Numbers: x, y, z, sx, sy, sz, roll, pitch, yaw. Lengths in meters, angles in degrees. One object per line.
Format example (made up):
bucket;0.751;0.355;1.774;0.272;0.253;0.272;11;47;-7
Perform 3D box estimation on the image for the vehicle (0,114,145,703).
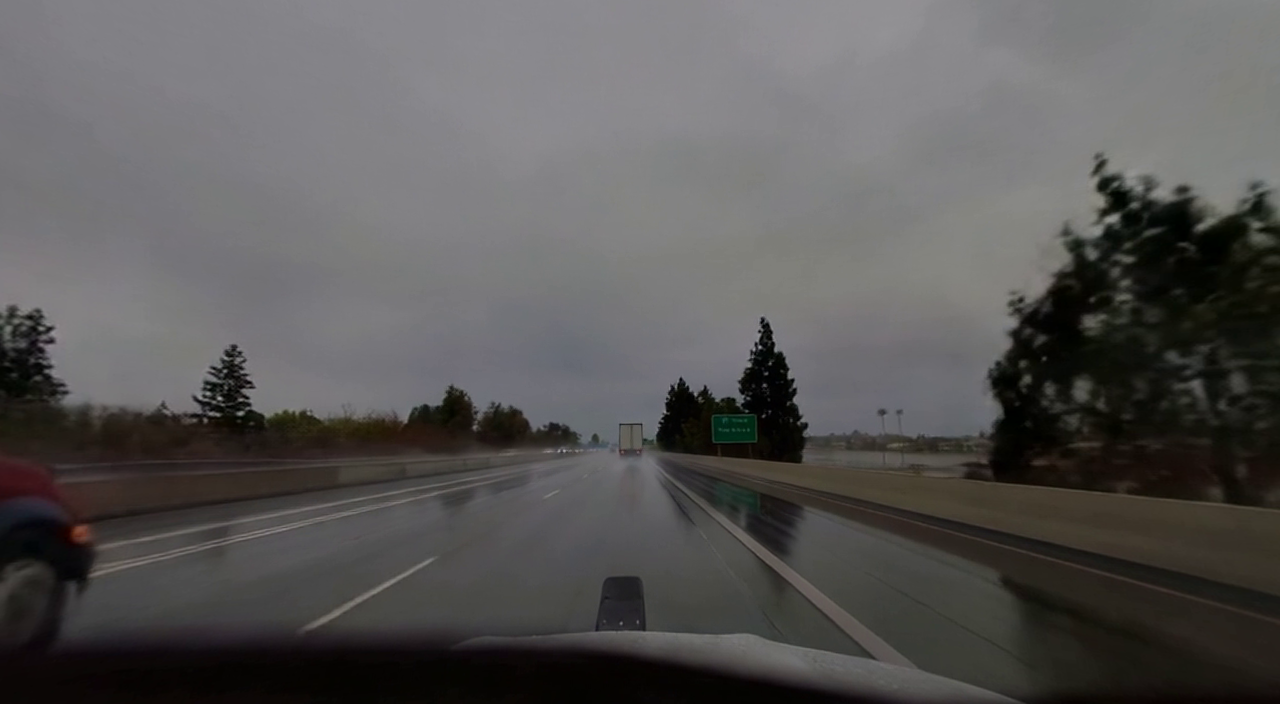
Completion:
vehicle;-4.204;-0.086;0.514;2.368;2.813;6.329;0;-9;0
